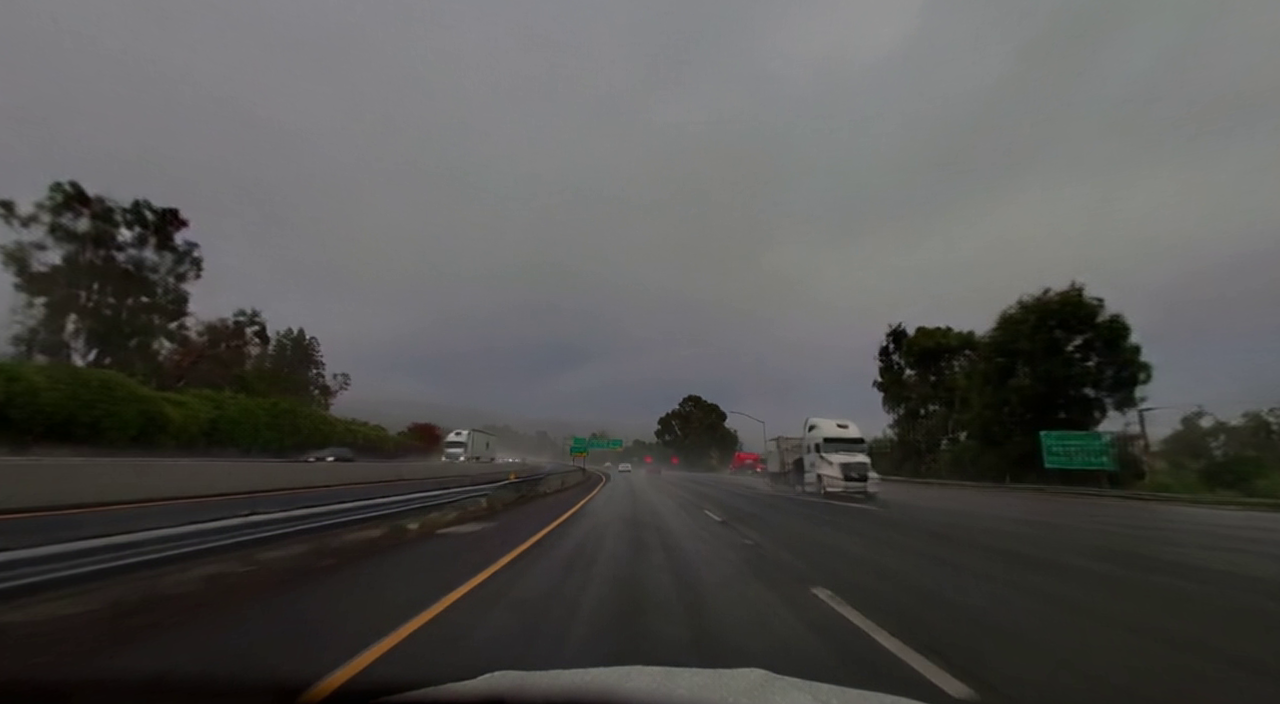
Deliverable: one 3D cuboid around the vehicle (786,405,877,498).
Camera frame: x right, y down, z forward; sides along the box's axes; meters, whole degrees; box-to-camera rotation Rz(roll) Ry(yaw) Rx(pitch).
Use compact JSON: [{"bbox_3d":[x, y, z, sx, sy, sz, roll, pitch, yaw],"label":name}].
[{"bbox_3d":[8.159,4.370,27.432,2.282,3.633,4.740,1,-10,-2],"label":"vehicle"}]
